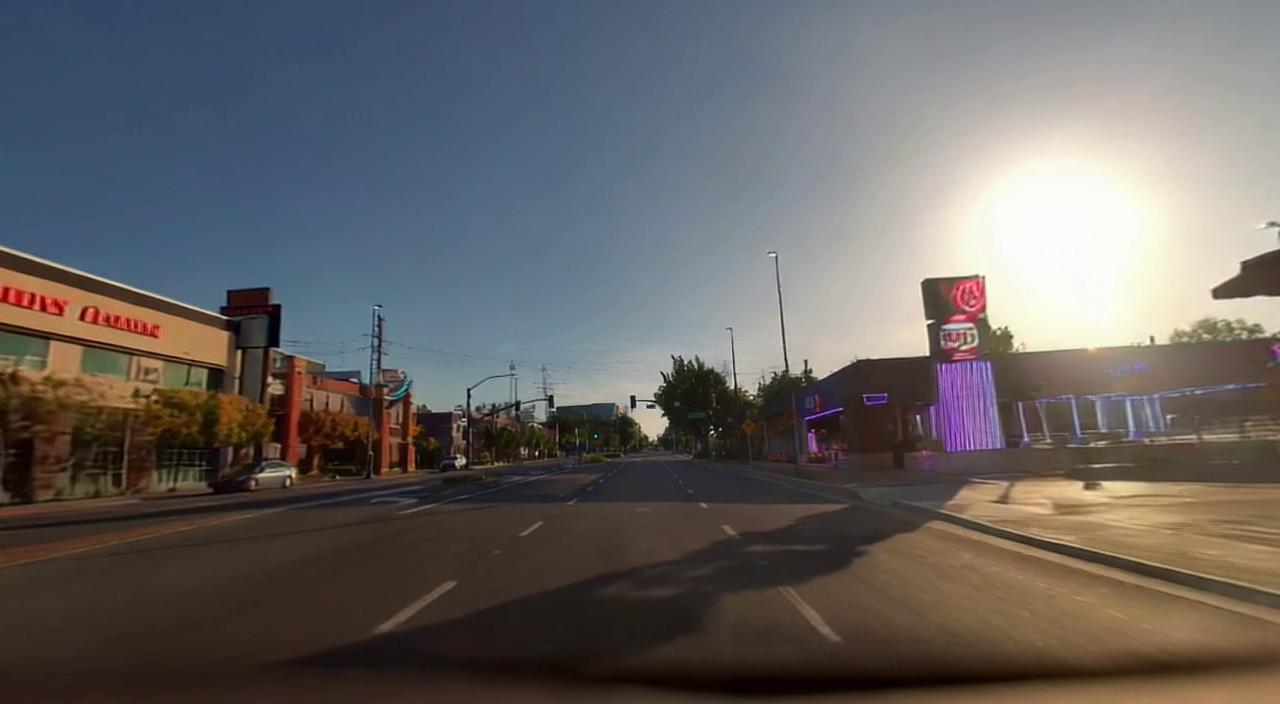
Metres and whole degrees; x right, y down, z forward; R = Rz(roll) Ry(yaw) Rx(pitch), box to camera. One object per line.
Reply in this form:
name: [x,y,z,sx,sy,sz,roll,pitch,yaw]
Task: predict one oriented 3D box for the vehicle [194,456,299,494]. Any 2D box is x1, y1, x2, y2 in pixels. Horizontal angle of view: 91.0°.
vehicle: [-18.097,5.659,29.267,1.938,1.465,4.744,-2,-9,-1]
